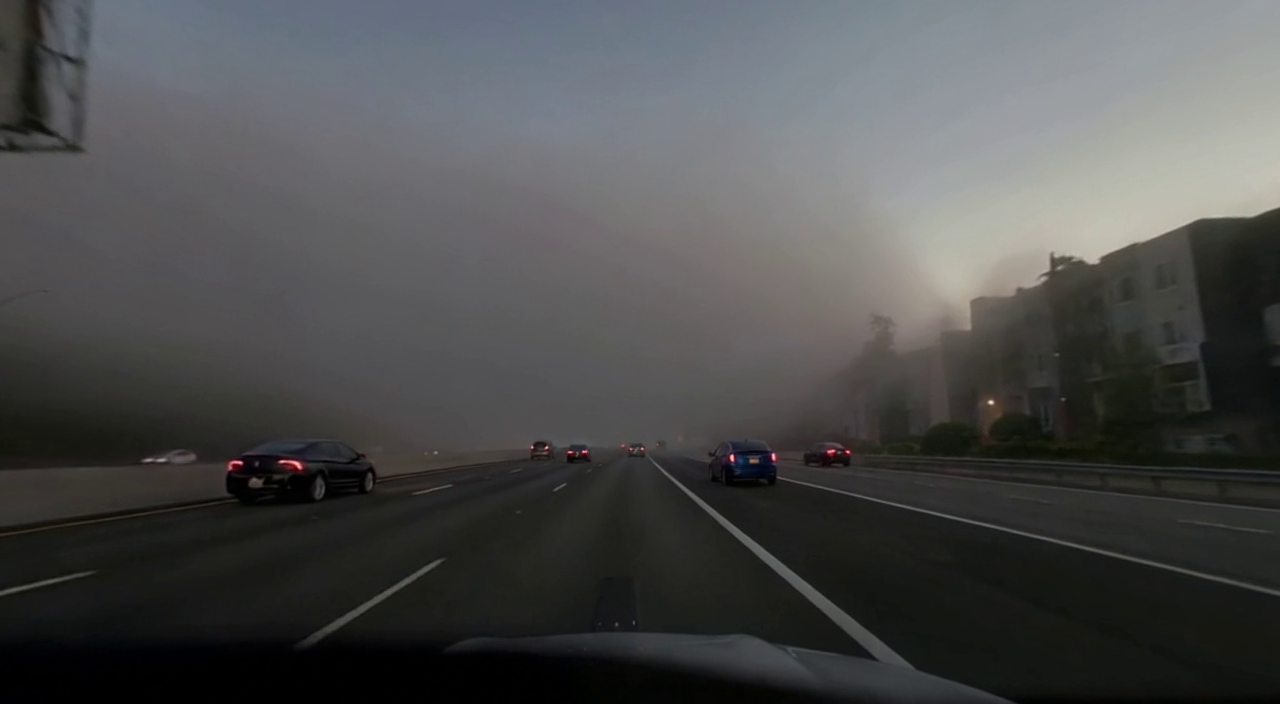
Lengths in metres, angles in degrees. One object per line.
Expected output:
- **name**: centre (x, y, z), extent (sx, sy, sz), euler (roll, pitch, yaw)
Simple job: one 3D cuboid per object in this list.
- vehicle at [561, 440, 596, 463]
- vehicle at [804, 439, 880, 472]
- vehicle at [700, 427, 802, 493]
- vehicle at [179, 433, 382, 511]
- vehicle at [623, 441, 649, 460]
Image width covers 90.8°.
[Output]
- **vehicle**: centre (-4.218, 6.889, 43.798), extent (2.002, 1.466, 4.378), euler (0, -8, 0)
- **vehicle**: centre (9.632, 4.944, 30.470), extent (2.061, 1.459, 4.273), euler (1, -8, -3)
- **vehicle**: centre (3.101, 3.122, 18.587), extent (2.080, 1.694, 4.286), euler (0, -8, -2)
- **vehicle**: centre (-7.888, 2.664, 14.526), extent (2.021, 1.496, 4.495), euler (0, -8, 0)
- **vehicle**: centre (-0.324, 7.787, 49.946), extent (1.992, 1.431, 4.055), euler (0, -8, -1)
